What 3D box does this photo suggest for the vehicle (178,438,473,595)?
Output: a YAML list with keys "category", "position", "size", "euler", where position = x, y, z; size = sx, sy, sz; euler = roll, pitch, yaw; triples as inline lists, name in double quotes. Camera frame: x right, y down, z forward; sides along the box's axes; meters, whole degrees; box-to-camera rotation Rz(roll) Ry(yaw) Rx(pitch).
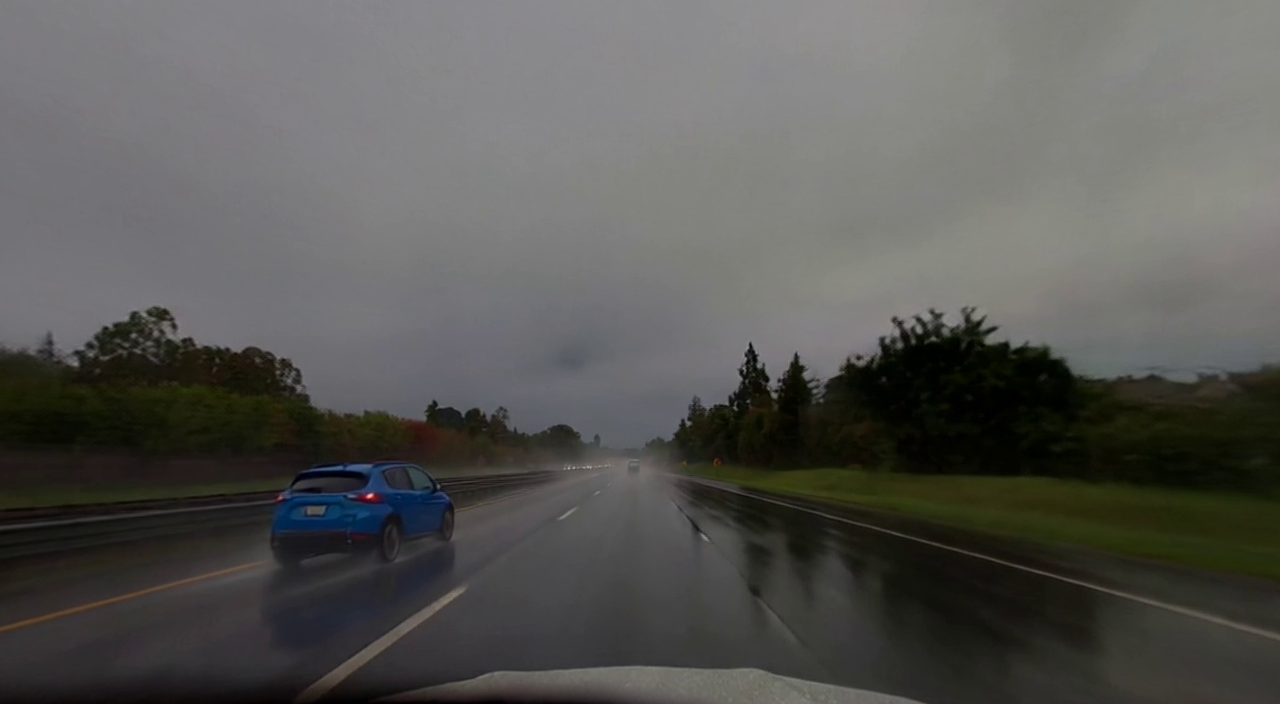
- category: "vehicle"
  position: [-3.721, 2.033, 8.442]
  size: [1.797, 1.532, 4.072]
  euler: [1, -10, 0]
